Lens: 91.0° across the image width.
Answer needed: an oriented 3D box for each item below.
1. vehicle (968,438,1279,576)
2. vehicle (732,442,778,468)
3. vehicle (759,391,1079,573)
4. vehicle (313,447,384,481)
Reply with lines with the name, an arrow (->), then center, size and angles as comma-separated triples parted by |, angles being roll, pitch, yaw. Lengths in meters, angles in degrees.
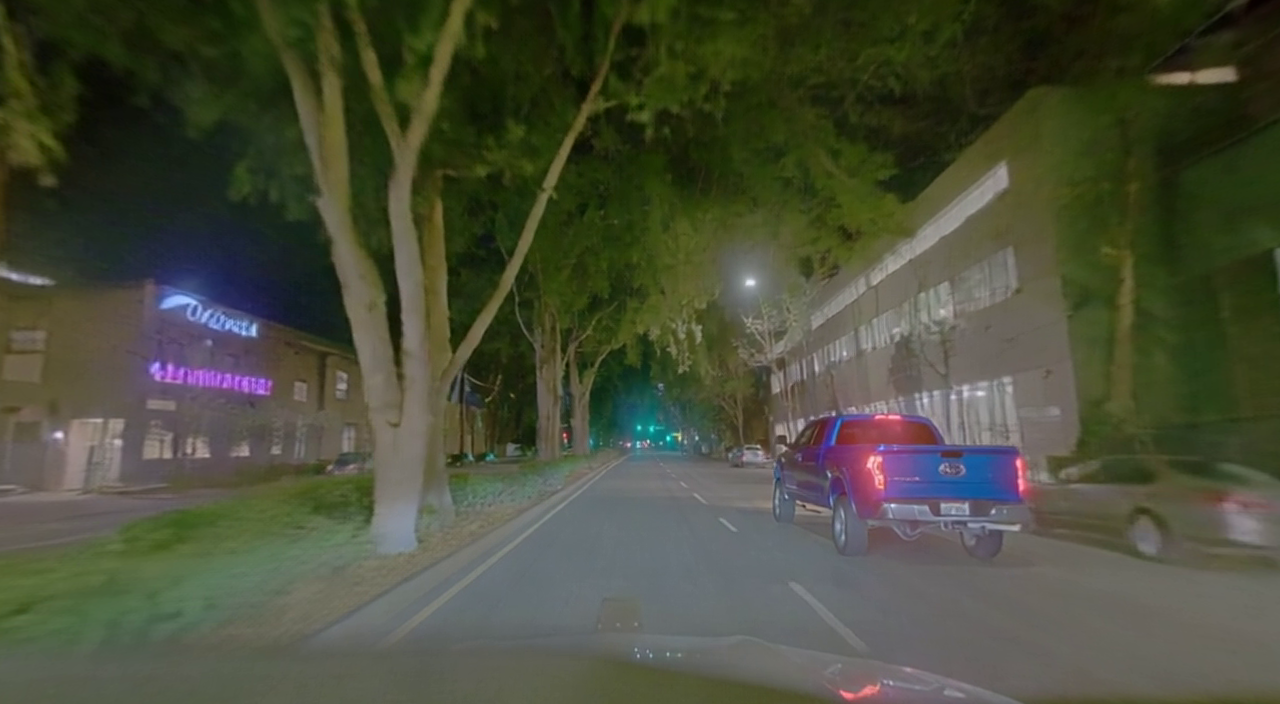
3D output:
vehicle -> 7.391, 2.093, 9.547 | 2.108, 1.503, 5.000 | 1, -8, 0
vehicle -> 7.287, 6.557, 40.272 | 1.863, 1.588, 4.670 | 0, -8, -2
vehicle -> 3.330, 1.709, 9.107 | 2.085, 1.828, 5.383 | 0, -8, -1
vehicle -> -16.022, 6.157, 34.829 | 1.913, 1.734, 4.357 | 0, -8, -2
